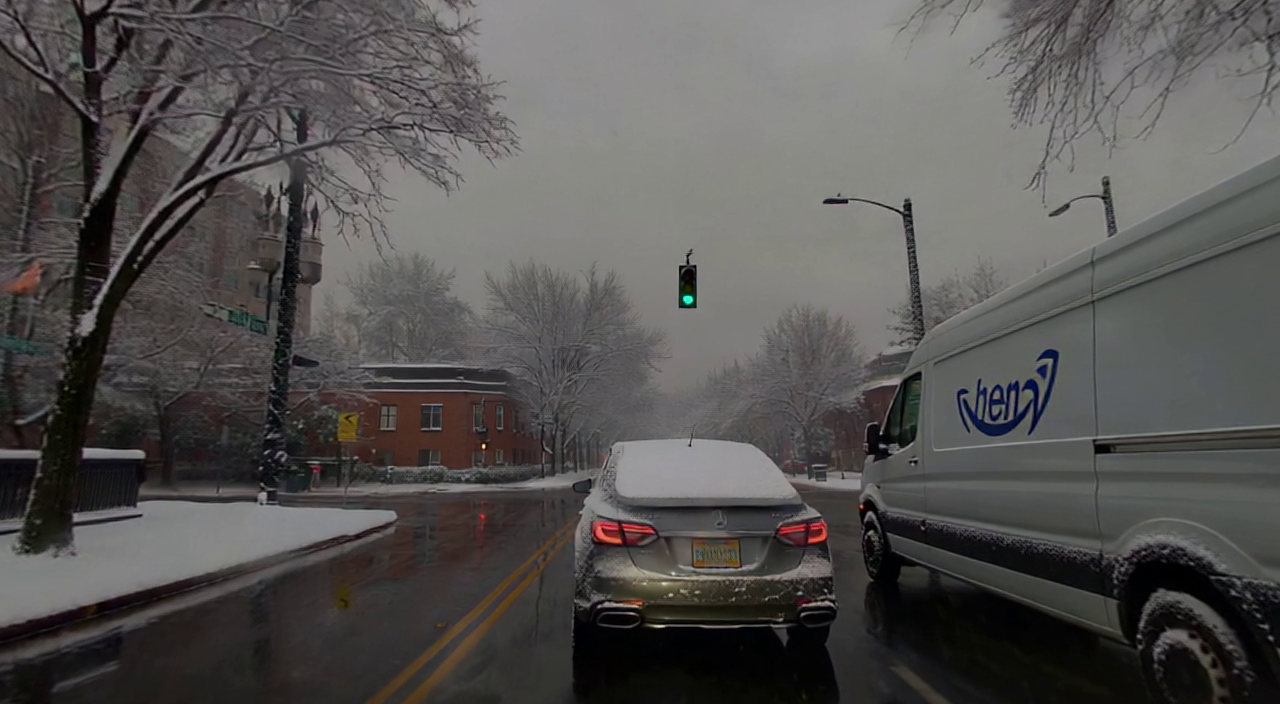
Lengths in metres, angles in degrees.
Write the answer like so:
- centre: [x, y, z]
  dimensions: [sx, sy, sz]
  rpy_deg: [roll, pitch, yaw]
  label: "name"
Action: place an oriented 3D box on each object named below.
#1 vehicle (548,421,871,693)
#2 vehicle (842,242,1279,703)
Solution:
- centre: [0.386, 1.591, 5.735]
  dimensions: [1.961, 1.629, 3.610]
  rpy_deg: [1, -10, -1]
  label: "vehicle"
- centre: [2.853, 0.894, 2.902]
  dimensions: [2.054, 1.965, 5.248]
  rpy_deg: [1, -11, 0]
  label: "vehicle"
